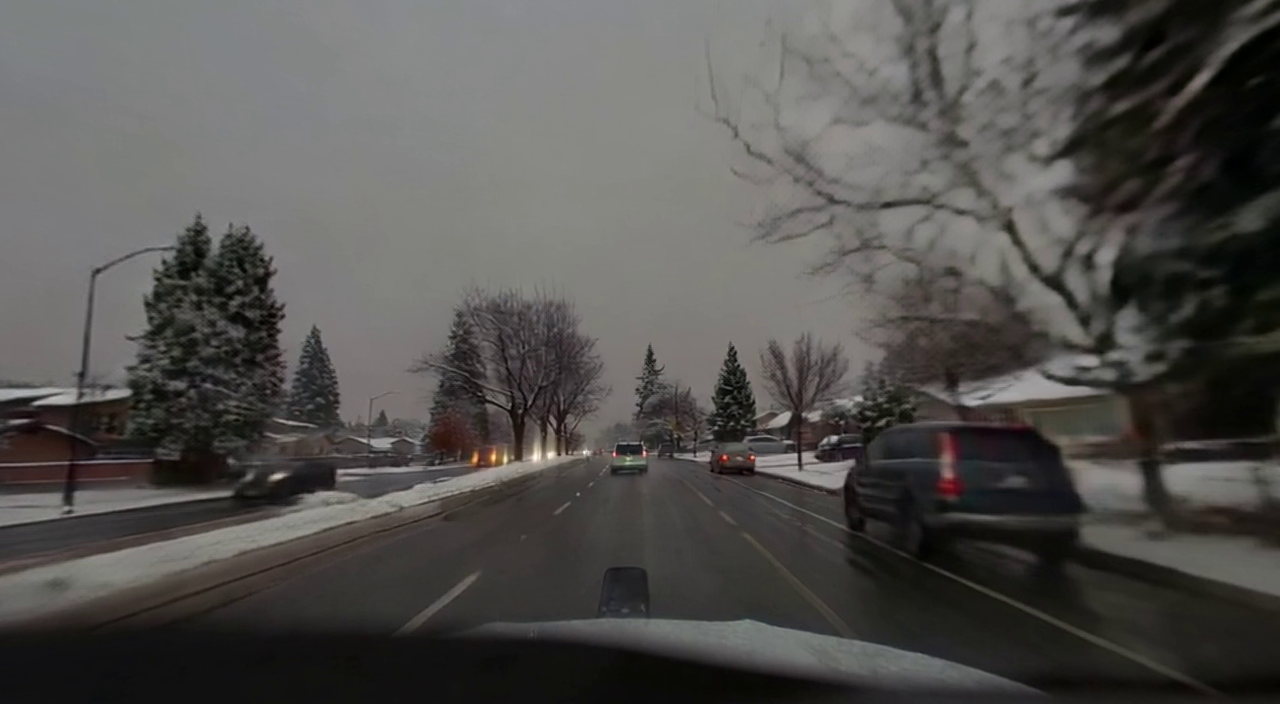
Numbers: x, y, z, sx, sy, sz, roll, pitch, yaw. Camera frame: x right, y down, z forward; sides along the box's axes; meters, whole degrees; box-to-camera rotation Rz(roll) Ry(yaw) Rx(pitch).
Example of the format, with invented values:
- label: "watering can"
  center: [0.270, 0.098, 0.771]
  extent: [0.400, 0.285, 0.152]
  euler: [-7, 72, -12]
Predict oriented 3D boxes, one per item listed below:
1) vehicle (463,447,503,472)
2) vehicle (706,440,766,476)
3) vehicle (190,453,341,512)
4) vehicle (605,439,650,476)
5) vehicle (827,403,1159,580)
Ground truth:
- label: "vehicle"
  center: [-11.920, 8.123, 48.034]
  extent: [1.948, 1.725, 4.443]
  euler: [-2, -9, -1]
- label: "vehicle"
  center: [4.370, 4.907, 29.343]
  extent: [2.020, 1.518, 4.255]
  euler: [0, -9, -2]
- label: "vehicle"
  center: [-11.430, 3.969, 19.719]
  extent: [1.914, 1.476, 4.702]
  euler: [-3, -9, 0]
- label: "vehicle"
  center: [-0.597, 5.096, 30.752]
  extent: [2.024, 1.655, 4.301]
  euler: [0, -9, -1]
- label: "vehicle"
  center: [4.062, 1.675, 8.269]
  extent: [1.992, 1.695, 4.101]
  euler: [-1, -9, 1]
